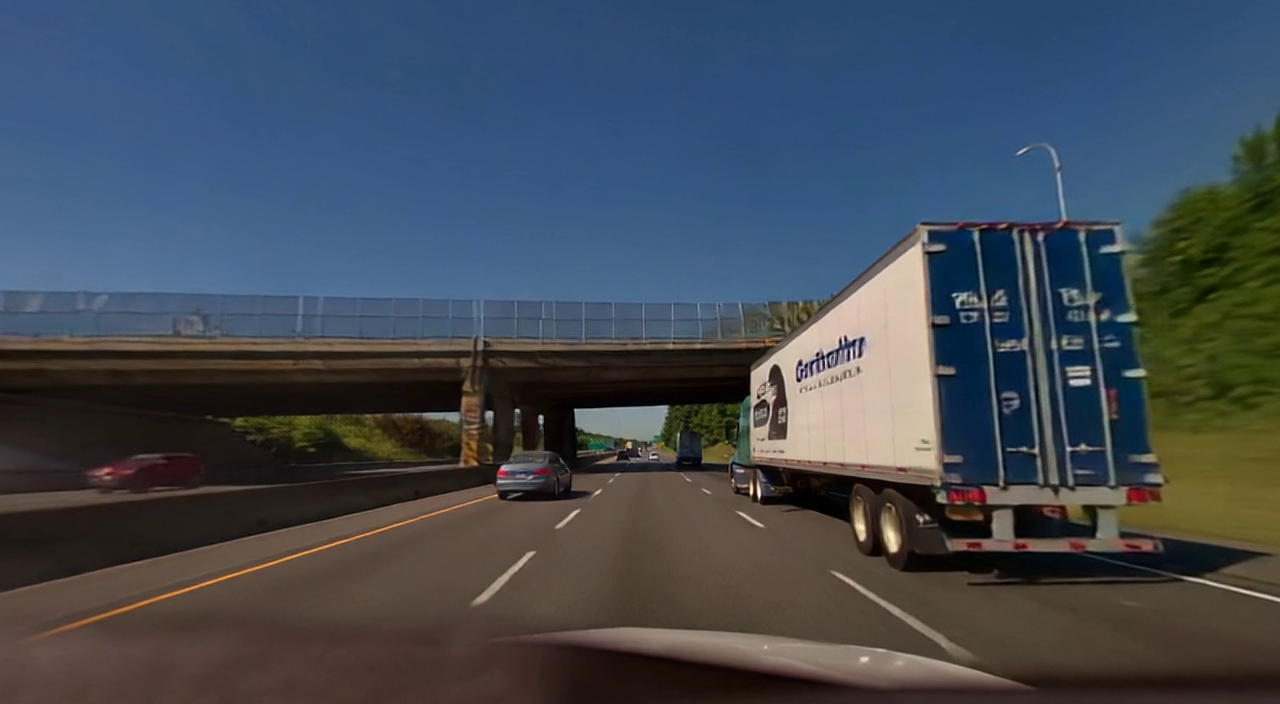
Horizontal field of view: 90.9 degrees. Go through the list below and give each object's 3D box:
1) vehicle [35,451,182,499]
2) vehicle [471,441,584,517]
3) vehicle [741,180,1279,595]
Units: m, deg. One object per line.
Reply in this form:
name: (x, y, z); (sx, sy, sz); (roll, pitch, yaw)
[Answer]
vehicle: (-18.352, 4.228, 22.007); (1.896, 1.522, 3.621); (0, -9, 0)
vehicle: (-2.579, 3.049, 15.639); (1.960, 1.579, 4.384); (0, -9, 1)
vehicle: (4.652, 1.296, 12.783); (2.858, 3.952, 13.731); (0, -9, 0)
